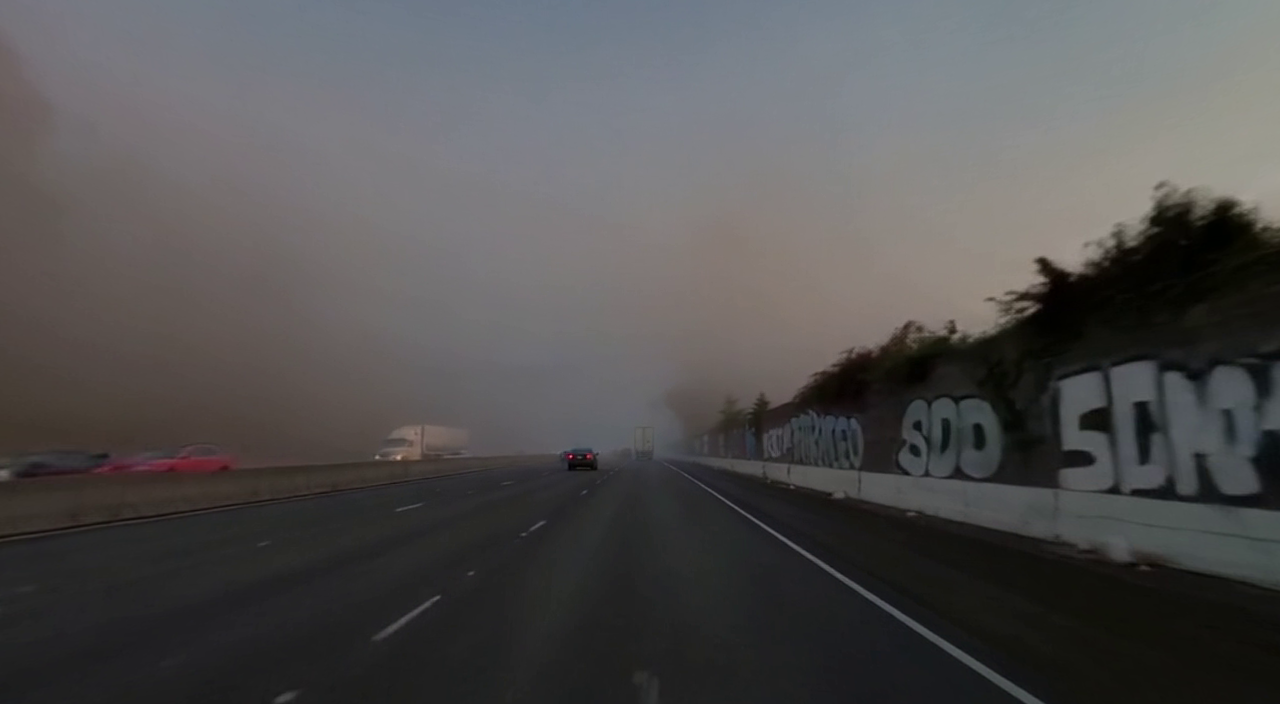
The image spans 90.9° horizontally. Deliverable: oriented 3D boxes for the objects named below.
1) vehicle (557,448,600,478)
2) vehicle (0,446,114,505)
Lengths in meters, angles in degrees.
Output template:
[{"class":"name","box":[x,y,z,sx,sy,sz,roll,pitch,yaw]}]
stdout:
[{"class":"vehicle","box":[-3.234,5.881,33.712,1.803,1.466,4.509,0,-9,0]},{"class":"vehicle","box":[-22.040,4.353,22.615,2.061,1.935,4.754,0,-9,1]}]
